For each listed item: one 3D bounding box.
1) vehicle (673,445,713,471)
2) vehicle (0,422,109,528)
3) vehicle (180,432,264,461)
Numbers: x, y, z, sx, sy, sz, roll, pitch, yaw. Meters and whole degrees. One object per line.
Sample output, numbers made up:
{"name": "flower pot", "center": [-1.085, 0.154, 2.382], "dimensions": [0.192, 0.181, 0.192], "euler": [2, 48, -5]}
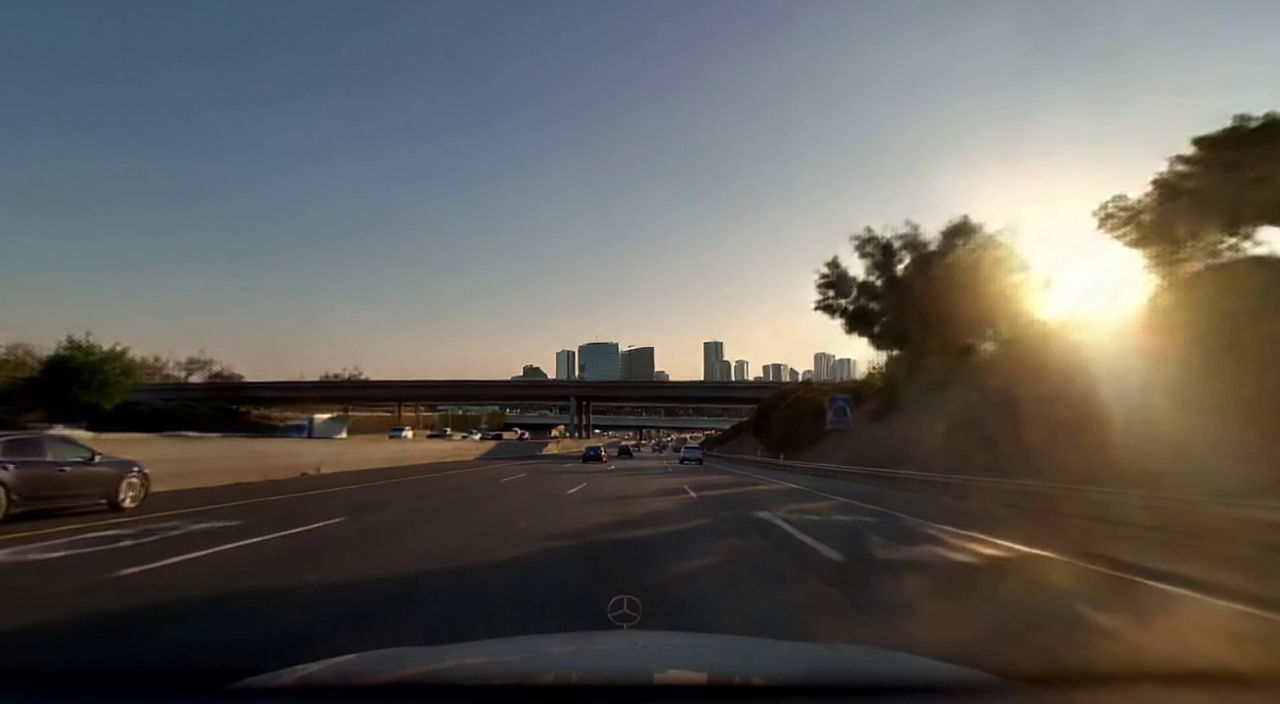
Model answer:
{"name": "vehicle", "center": [3.227, 6.555, 39.294], "dimensions": [2.059, 1.509, 4.670], "euler": [0, -8, 0]}
{"name": "vehicle", "center": [-11.285, 1.942, 9.863], "dimensions": [1.995, 1.682, 4.516], "euler": [0, -8, 0]}
{"name": "vehicle", "center": [-24.496, 5.558, 37.205], "dimensions": [1.874, 1.549, 4.444], "euler": [0, -8, 0]}
